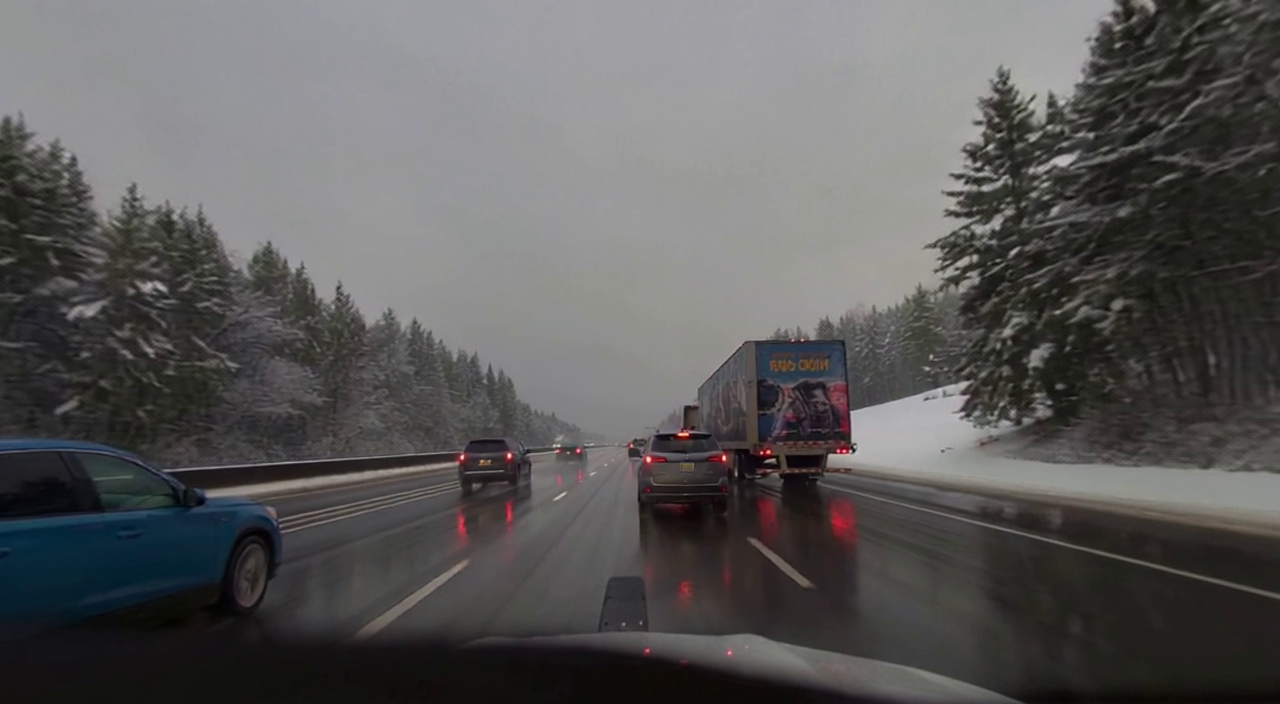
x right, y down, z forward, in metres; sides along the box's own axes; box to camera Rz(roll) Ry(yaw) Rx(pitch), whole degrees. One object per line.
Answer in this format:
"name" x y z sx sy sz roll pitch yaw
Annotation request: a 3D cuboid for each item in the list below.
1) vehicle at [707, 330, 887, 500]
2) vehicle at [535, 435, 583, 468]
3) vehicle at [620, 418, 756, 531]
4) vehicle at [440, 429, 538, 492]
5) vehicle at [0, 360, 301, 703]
"vehicle" 4.514 2.498 22.291 2.828 4.081 14.220 0 -8 0
"vehicle" -4.456 5.540 35.271 2.014 1.683 4.275 0 -8 1
"vehicle" 0.675 2.072 11.196 2.017 1.662 3.543 0 -8 -1
"vehicle" -4.262 3.122 18.424 1.905 1.642 3.803 0 -8 0
"vehicle" -4.051 0.931 3.349 1.983 1.666 4.452 0 -8 0
